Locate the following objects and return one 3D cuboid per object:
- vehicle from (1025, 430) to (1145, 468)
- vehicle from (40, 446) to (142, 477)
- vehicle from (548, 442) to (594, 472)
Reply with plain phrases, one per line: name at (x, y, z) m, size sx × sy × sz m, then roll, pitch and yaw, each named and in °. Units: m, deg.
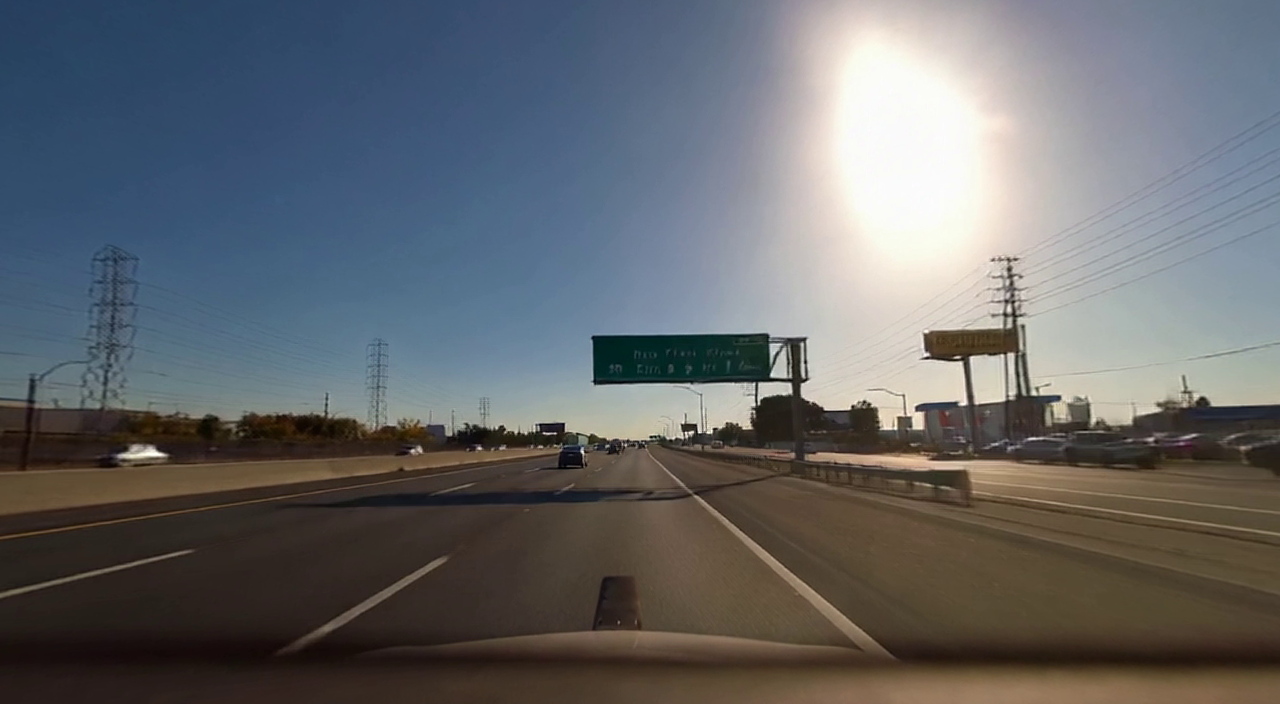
vehicle at (19.041, 4.192, 27.337) m, size 1.826 × 1.487 × 4.419 m, roll 0°, pitch -9°, yaw -3°
vehicle at (-33.101, 6.578, 38.272) m, size 1.994 × 1.741 × 4.559 m, roll 0°, pitch -9°, yaw 1°
vehicle at (-3.684, 5.679, 34.419) m, size 1.940 × 1.479 × 4.545 m, roll 0°, pitch -9°, yaw 1°
